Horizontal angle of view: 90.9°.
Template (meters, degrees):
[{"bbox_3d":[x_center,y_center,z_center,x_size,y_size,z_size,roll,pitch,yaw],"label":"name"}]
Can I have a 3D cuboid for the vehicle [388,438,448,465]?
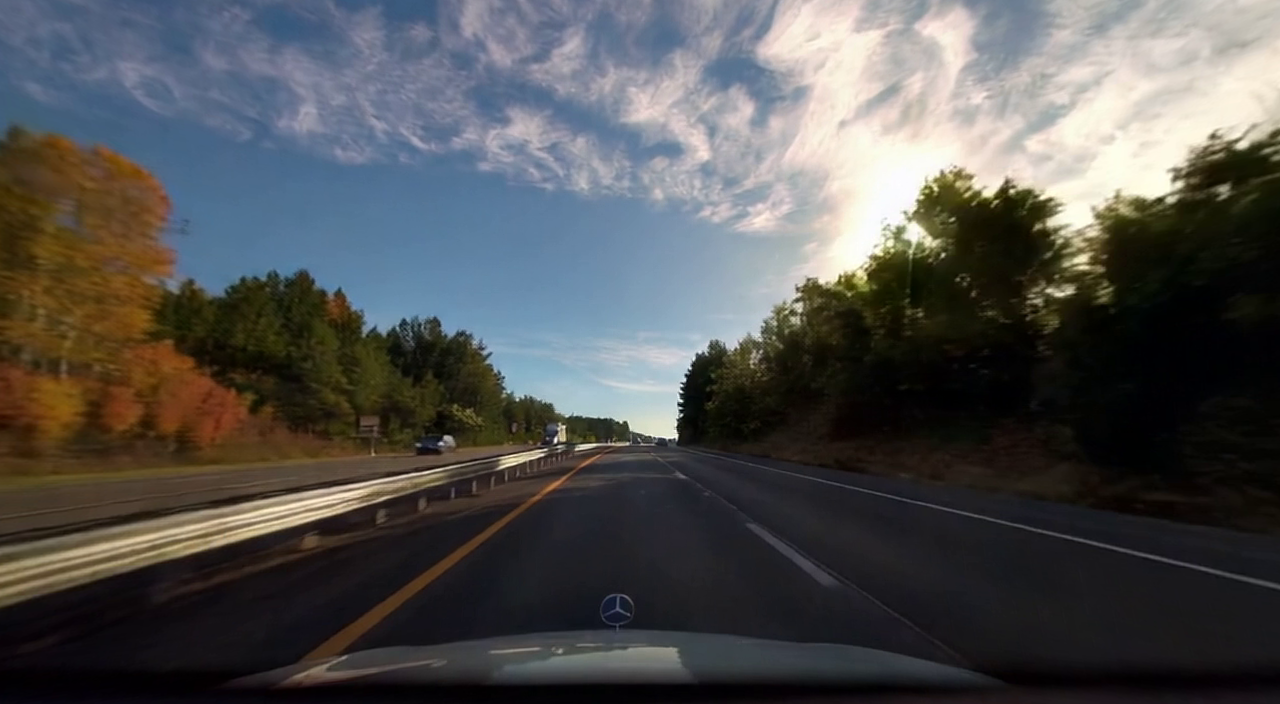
[{"bbox_3d":[-12.654,5.664,36.213,1.827,1.448,4.398,0,-7,0],"label":"vehicle"}]
